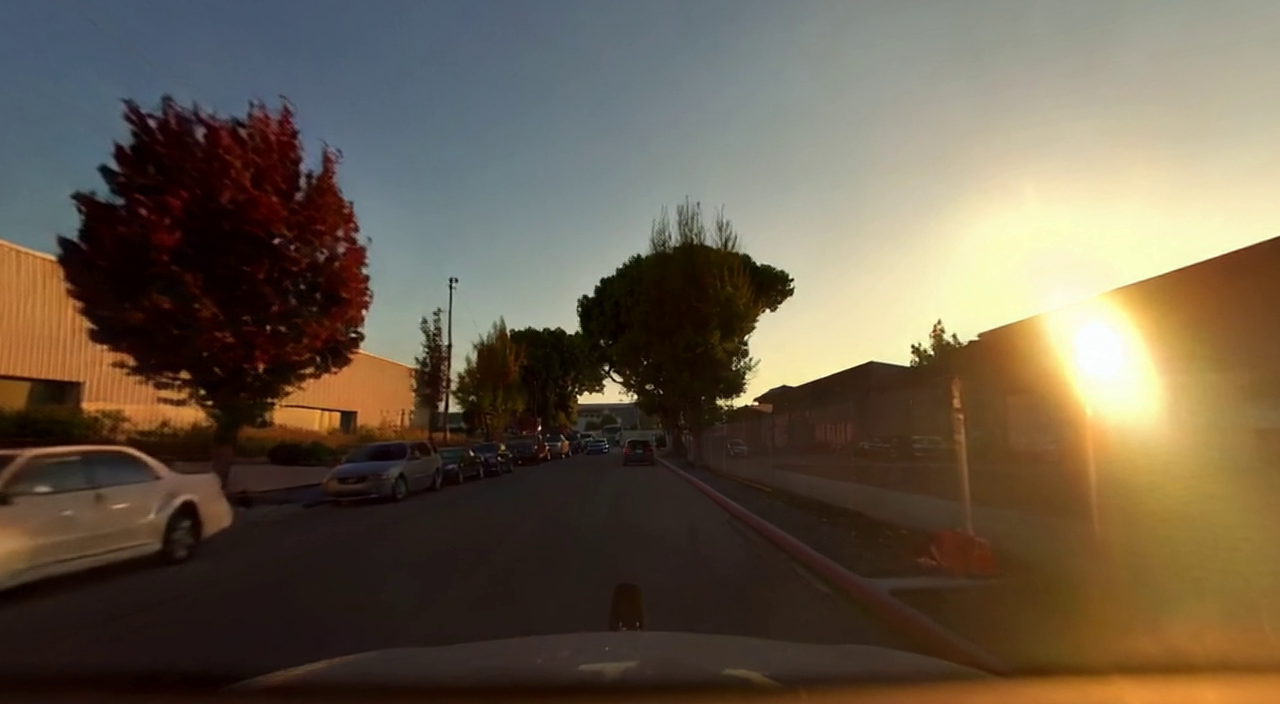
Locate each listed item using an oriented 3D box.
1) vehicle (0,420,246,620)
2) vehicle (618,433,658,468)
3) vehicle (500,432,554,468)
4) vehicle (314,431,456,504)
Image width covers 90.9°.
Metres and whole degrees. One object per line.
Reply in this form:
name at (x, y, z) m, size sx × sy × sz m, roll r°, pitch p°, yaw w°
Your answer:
vehicle at (-6.203, 1.499, 6.157) m, size 2.013 × 1.609 × 4.152 m, roll 0°, pitch -8°, yaw 0°
vehicle at (-0.084, 5.504, 35.502) m, size 2.152 × 1.874 × 4.042 m, roll 0°, pitch -8°, yaw 0°
vehicle at (-6.491, 5.777, 36.995) m, size 2.139 × 1.943 × 5.295 m, roll -1°, pitch -9°, yaw 1°
vehicle at (-6.442, 2.922, 16.519) m, size 1.926 × 1.647 × 4.185 m, roll 0°, pitch -8°, yaw 0°
